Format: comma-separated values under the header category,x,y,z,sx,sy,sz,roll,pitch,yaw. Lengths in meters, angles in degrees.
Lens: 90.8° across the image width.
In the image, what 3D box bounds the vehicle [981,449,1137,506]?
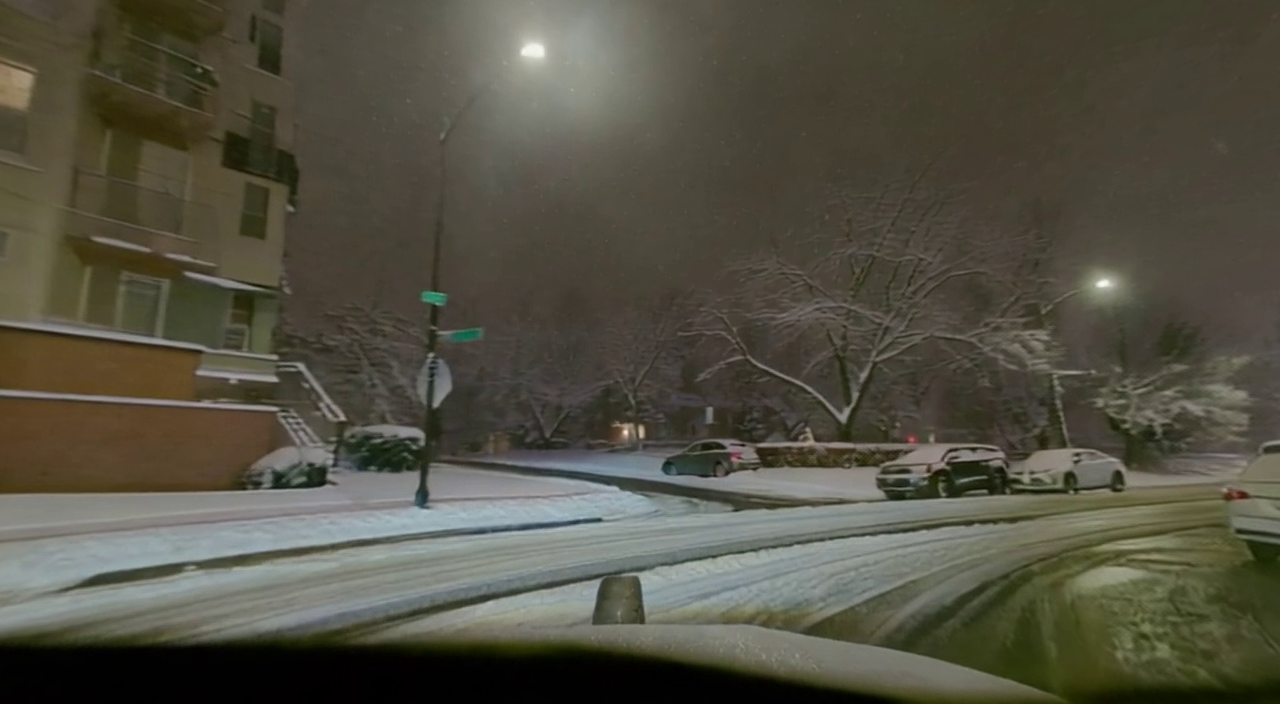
category,x,y,z,sx,sy,sz,roll,pitch,yaw
vehicle,13.037,3.807,19.607,4.696,1.478,1.902,3,-10,-28

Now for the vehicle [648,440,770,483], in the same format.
category,x,y,z,sx,sy,sz,roll,pitch,yaw
vehicle,2.698,4.108,24.063,4.714,1.458,1.812,7,-11,-40

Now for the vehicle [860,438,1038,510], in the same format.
category,x,y,z,sx,sy,sz,roll,pitch,yaw
vehicle,8.530,3.277,17.403,4.584,1.744,1.946,4,-10,-27
